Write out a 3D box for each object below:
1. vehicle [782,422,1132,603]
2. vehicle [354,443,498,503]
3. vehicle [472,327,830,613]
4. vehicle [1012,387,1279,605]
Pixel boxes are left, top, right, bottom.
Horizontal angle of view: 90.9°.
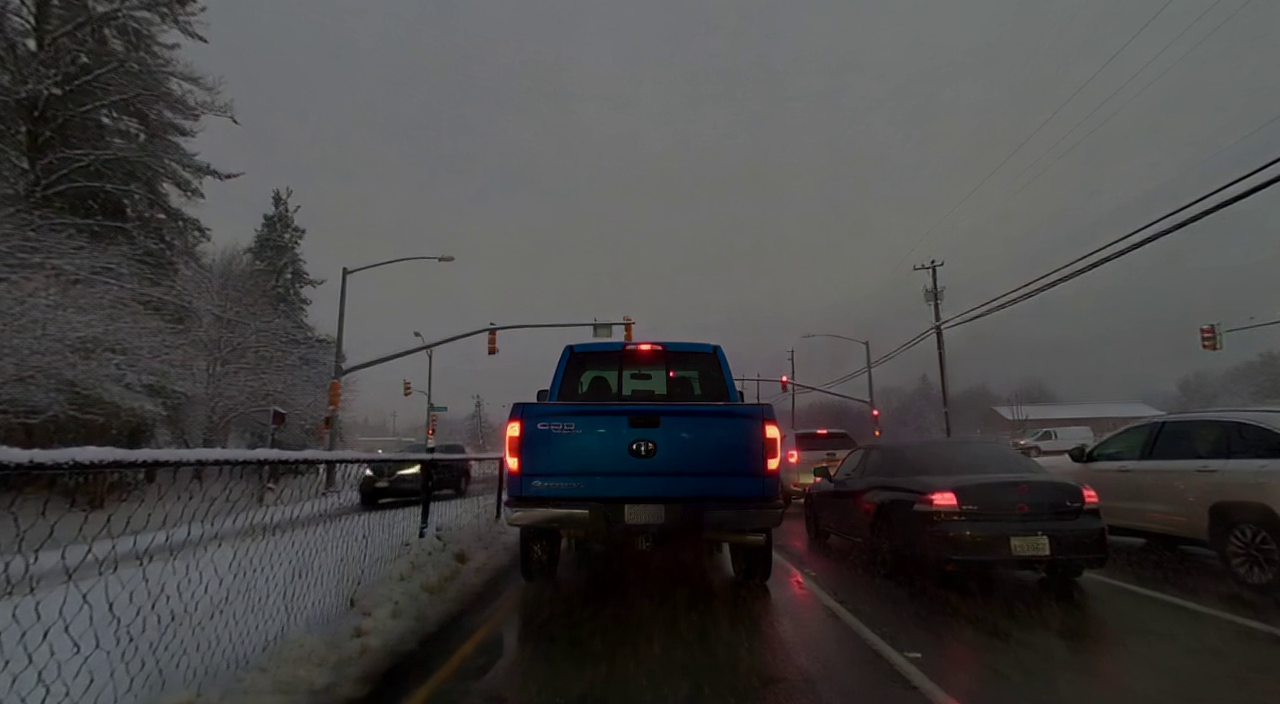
[{"bbox_3d":[3.112,1.644,7.361,1.993,1.495,4.060,0,-8,1],"label":"vehicle"},{"bbox_3d":[-6.815,3.875,20.765,2.369,1.690,4.529,-2,-9,14],"label":"vehicle"},{"bbox_3d":[0.130,1.373,8.184,2.831,2.284,6.149,0,-8,1],"label":"vehicle"},{"bbox_3d":[6.149,1.368,6.475,1.982,1.727,4.352,0,-8,1],"label":"vehicle"}]
